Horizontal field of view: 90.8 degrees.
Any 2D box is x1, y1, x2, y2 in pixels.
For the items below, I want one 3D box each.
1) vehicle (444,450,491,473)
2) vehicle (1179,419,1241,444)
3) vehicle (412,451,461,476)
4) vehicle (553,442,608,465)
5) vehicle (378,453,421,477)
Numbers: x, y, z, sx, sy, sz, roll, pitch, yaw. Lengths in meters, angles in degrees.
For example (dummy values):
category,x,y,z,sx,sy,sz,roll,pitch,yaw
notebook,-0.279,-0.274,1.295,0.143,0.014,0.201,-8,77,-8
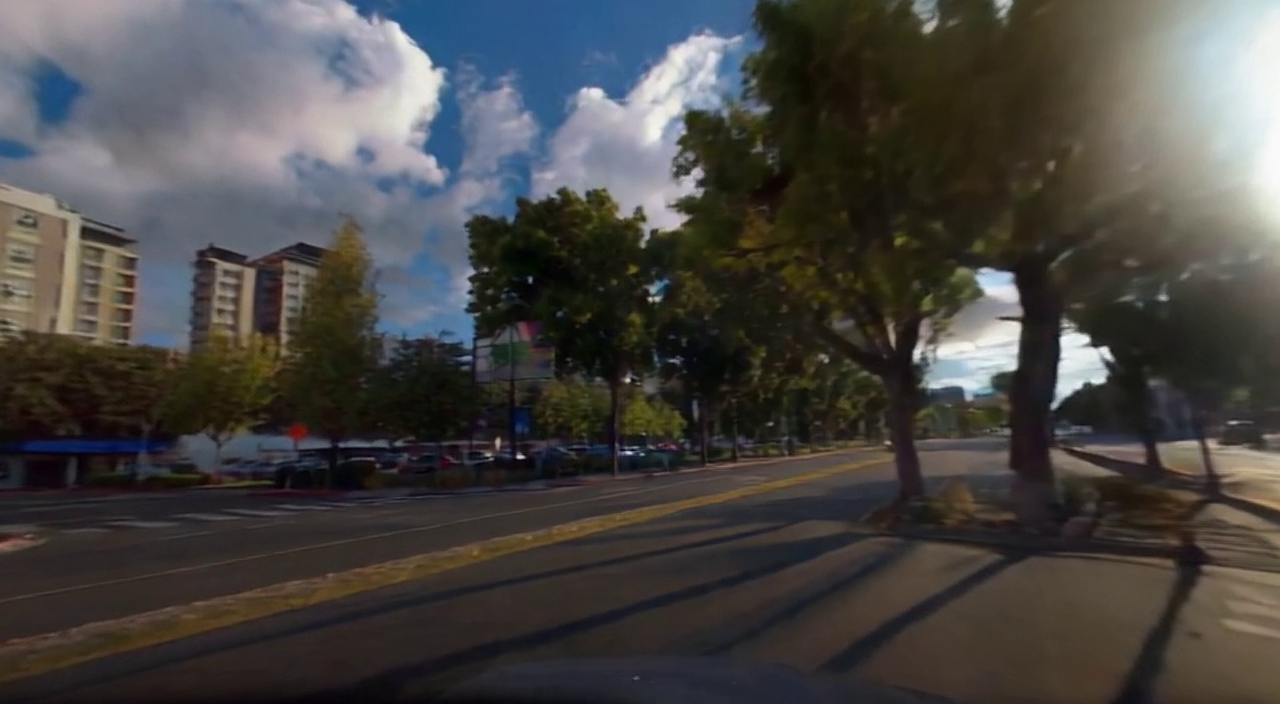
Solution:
category,x,y,z,sx,sy,sz,roll,pitch,yaw
vehicle,-12.975,8.162,47.311,2.102,1.541,4.416,5,-10,-32
vehicle,40.110,5.632,44.567,2.100,1.638,4.545,-5,-10,27
vehicle,-14.121,7.658,43.580,2.121,1.541,5.124,5,-10,-30
vehicle,-4.727,7.944,49.571,2.112,1.719,5.483,5,-10,-31
vehicle,-16.093,7.509,42.117,2.130,1.458,4.157,4,-10,-28
